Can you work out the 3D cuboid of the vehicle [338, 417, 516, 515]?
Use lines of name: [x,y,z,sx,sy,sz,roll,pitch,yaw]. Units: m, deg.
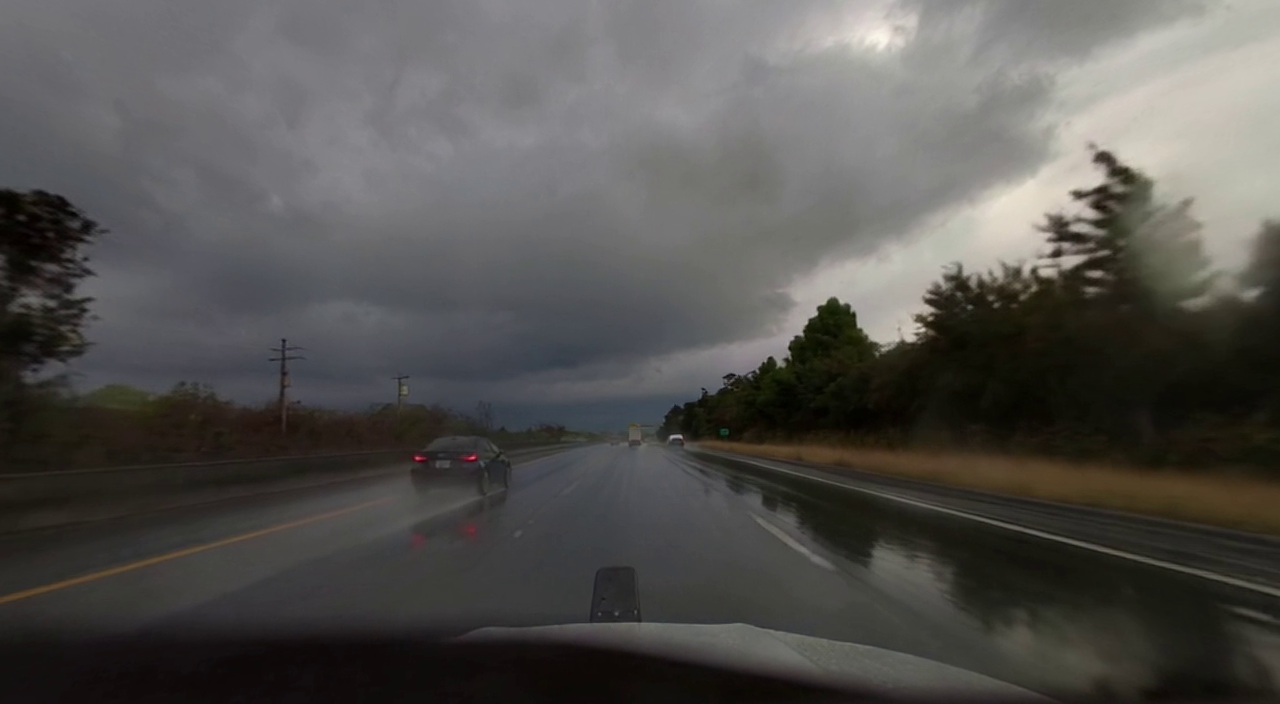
vehicle: [-4.134,2.287,13.198,2.185,1.677,4.390,0,-8,0]
